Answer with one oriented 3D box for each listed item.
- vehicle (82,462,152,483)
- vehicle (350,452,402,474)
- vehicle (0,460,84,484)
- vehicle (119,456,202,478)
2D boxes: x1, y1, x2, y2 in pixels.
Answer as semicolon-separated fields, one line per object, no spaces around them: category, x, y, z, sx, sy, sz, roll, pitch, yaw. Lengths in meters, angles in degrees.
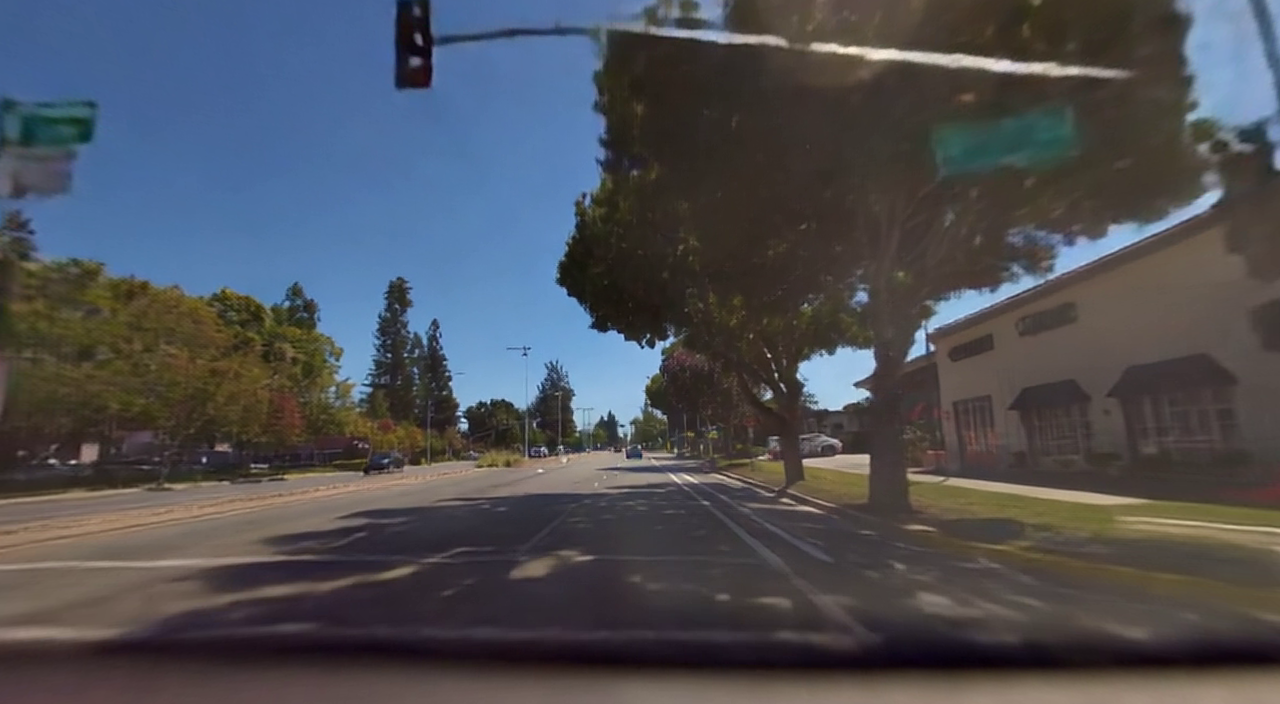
vehicle;-36.609;8.461;44.277;3.395;1.354;1.608;1;-8;-4
vehicle;-19.252;8.072;46.219;1.825;1.457;4.454;0;-8;1
vehicle;-37.014;7.406;39.090;3.470;1.401;1.748;0;-8;-1
vehicle;-37.237;8.920;49.125;4.772;1.580;2.040;0;-8;1
